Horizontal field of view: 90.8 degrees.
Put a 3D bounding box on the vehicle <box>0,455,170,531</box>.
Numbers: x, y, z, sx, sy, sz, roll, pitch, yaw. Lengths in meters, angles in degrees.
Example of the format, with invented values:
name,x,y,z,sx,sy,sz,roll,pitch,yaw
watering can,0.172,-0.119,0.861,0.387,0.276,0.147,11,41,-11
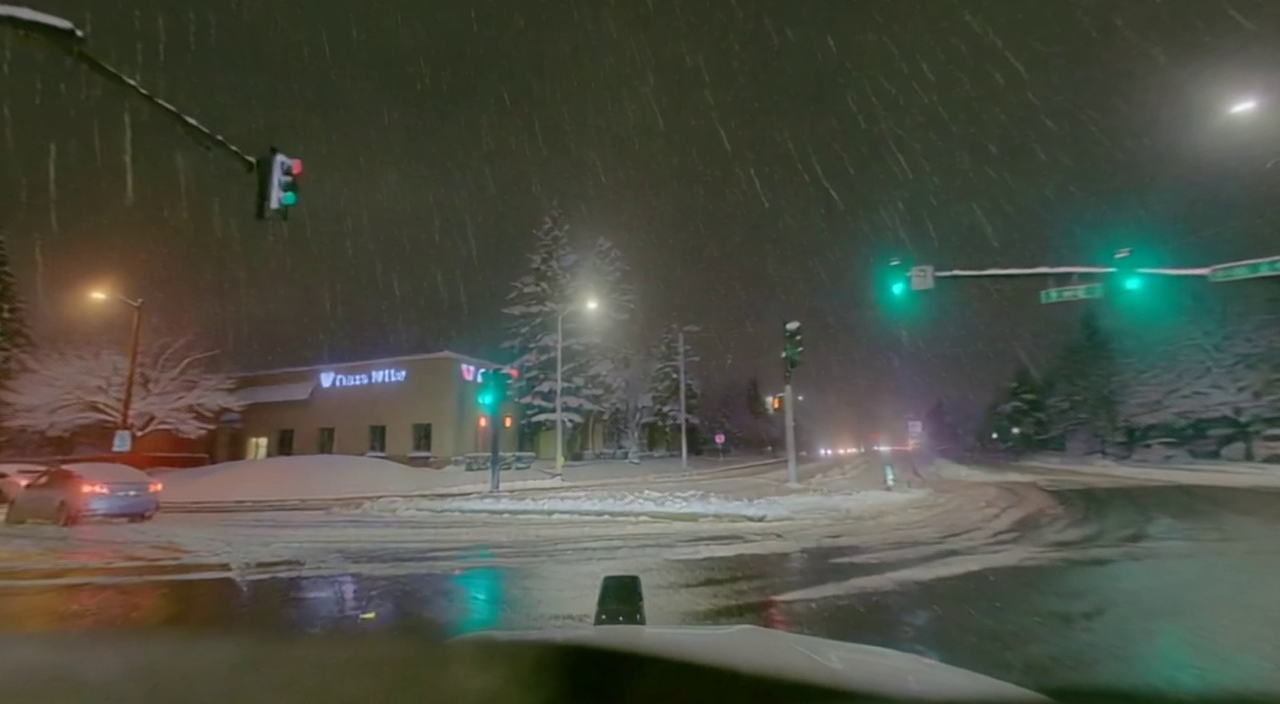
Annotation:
name,x,y,z,sx,sy,sz,roll,pitch,yaw
vehicle,-14.736,3.504,16.277,4.312,1.642,2.197,-4,-9,23

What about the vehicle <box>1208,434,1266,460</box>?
name,x,y,z,sx,sy,sz,roll,pitch,yaw
vehicle,40.470,6.434,42.812,4.113,1.606,2.219,7,-11,-39
